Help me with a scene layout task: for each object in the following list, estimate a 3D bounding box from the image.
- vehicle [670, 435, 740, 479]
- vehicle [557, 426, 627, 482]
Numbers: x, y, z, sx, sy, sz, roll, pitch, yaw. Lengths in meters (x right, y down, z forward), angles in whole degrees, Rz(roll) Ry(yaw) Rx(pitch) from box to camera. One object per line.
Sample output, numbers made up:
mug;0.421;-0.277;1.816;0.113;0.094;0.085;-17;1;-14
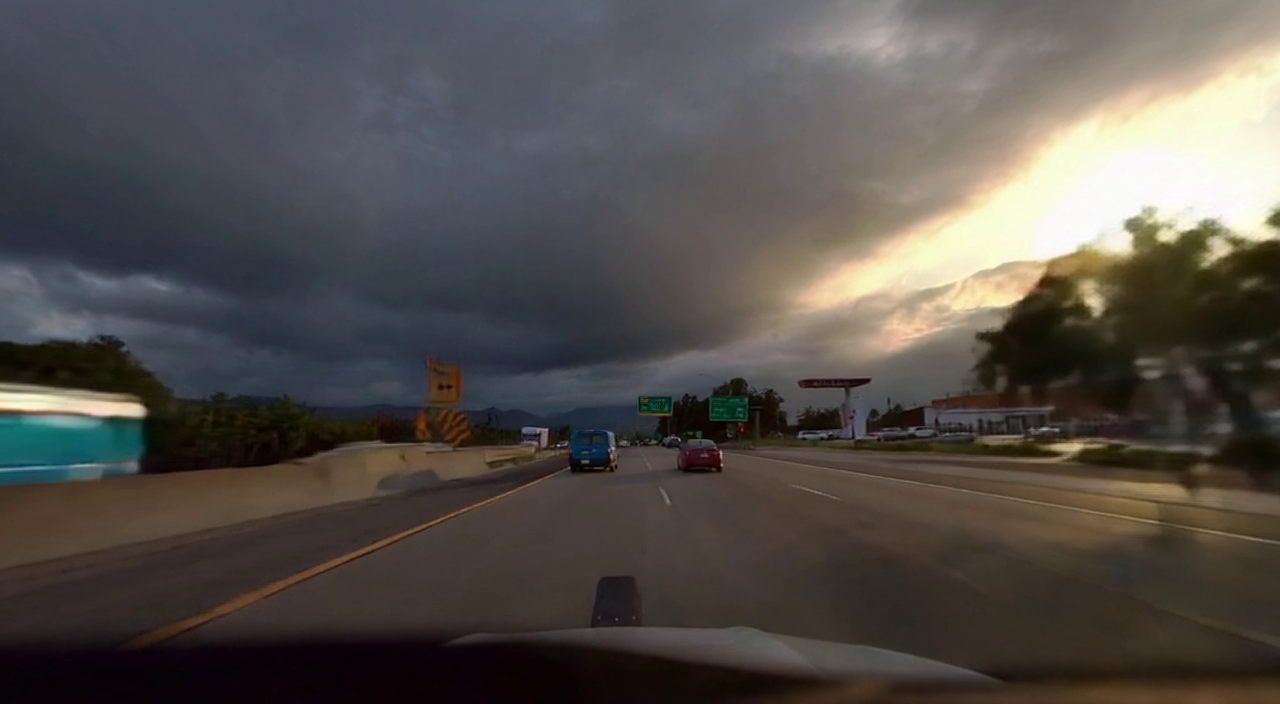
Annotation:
vehicle;2.413;4.025;24.591;2.151;1.550;4.694;0;-8;-1
vehicle;-1.547;3.510;21.986;2.061;1.732;4.457;0;-8;0
